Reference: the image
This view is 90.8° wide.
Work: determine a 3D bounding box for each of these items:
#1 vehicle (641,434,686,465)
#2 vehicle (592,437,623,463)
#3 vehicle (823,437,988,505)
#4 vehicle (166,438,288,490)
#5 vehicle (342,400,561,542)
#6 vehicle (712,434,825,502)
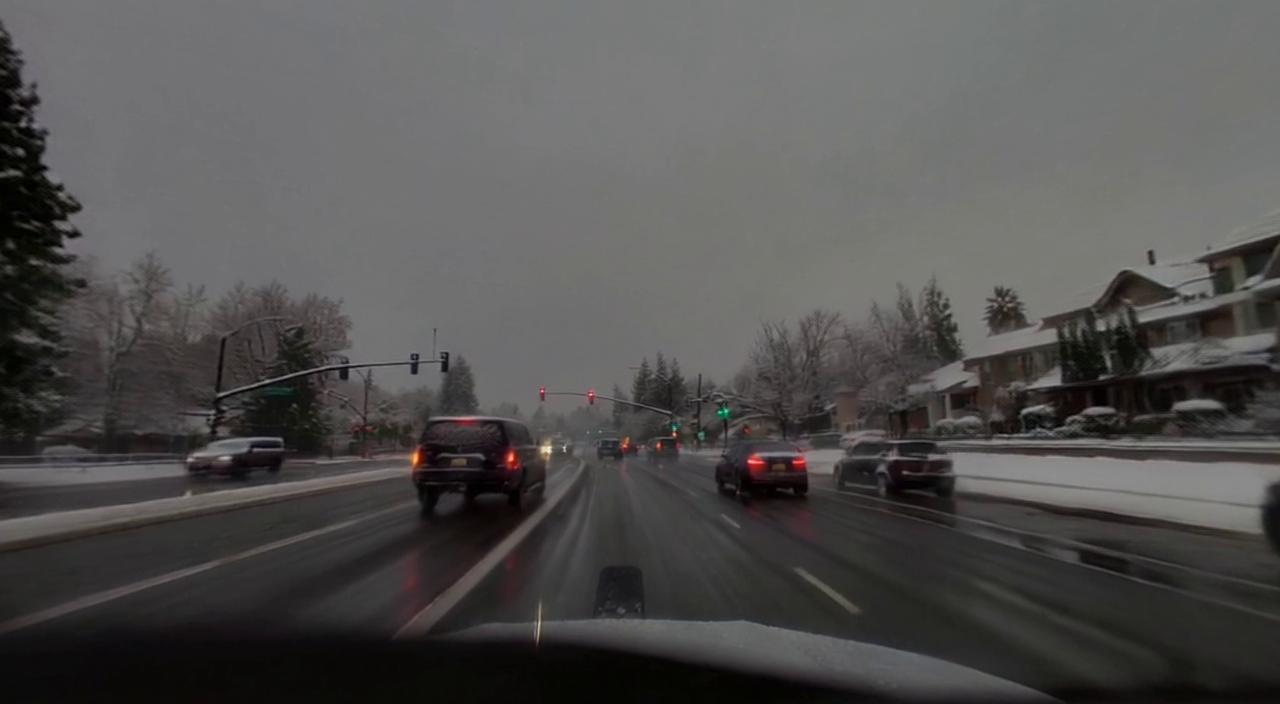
[{"bbox_3d":[1.517,6.653,43.453,2.391,1.960,5.600,0,-8,-5],"label":"vehicle"},{"bbox_3d":[-2.515,7.451,48.248,2.164,1.867,4.254,0,-8,-6],"label":"vehicle"},{"bbox_3d":[6.561,2.960,16.320,1.989,1.459,4.700,0,-8,-3],"label":"vehicle"},{"bbox_3d":[-17.725,4.773,27.547,2.292,1.990,5.714,1,-8,-10],"label":"vehicle"},{"bbox_3d":[-3.015,2.117,12.033,2.354,1.948,6.355,0,-8,-1],"label":"vehicle"},{"bbox_3d":[3.138,2.913,16.333,1.870,1.491,4.009,0,-8,-3],"label":"vehicle"}]
